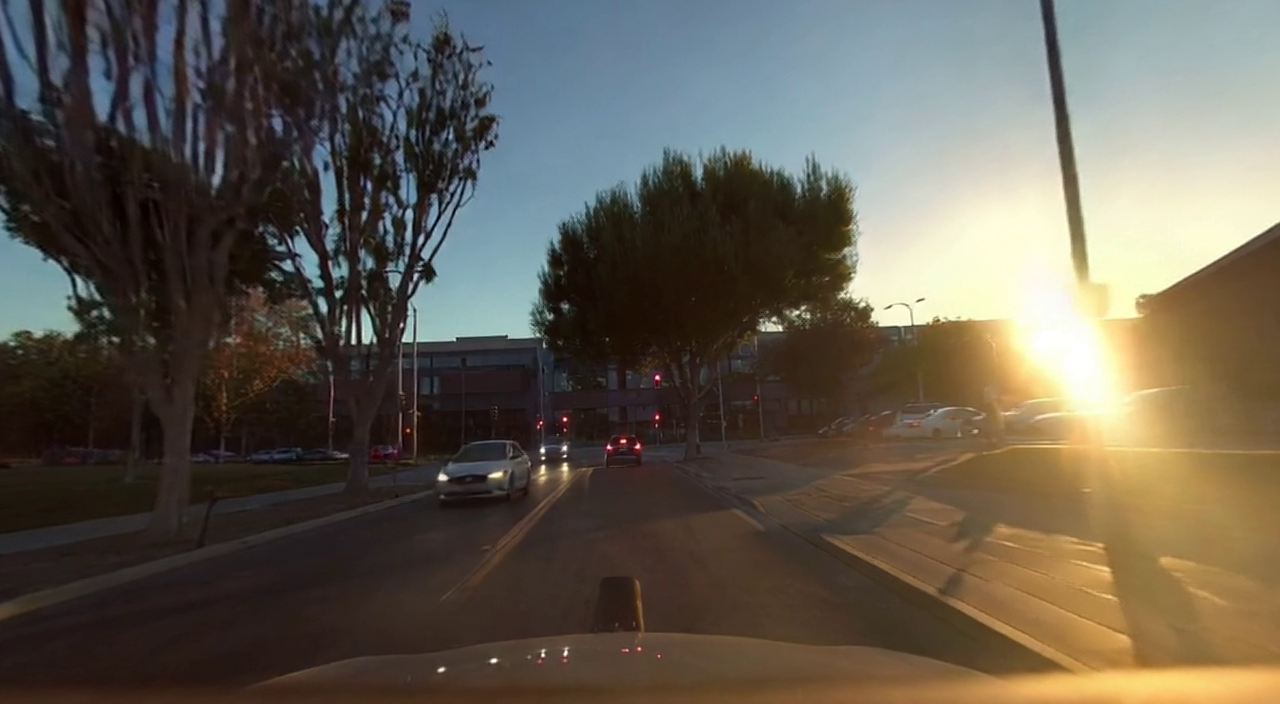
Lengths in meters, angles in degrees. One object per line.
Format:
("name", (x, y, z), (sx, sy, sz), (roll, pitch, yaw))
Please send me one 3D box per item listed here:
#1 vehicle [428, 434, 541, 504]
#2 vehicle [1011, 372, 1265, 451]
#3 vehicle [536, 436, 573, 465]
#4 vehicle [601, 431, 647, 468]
("vehicle", (-3.710, 2.844, 15.704), (1.973, 1.512, 3.524), (0, -8, -1))
("vehicle", (11.956, 1.492, 15.435), (4.349, 1.462, 1.982), (-5, -7, 6))
("vehicle", (-5.118, 5.896, 37.710), (2.057, 1.613, 4.062), (0, -8, -7))
("vehicle", (-0.771, 4.894, 31.769), (2.142, 1.686, 3.816), (-1, -8, 0))
